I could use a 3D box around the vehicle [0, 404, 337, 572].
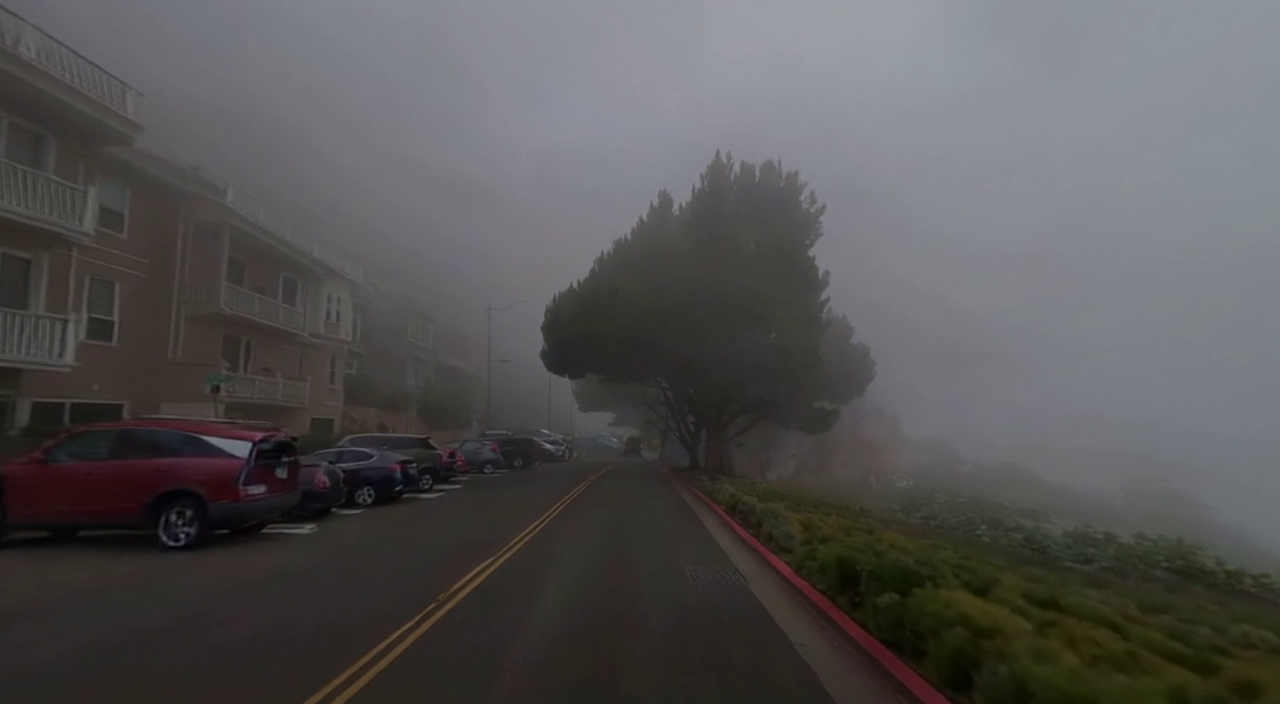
[{"bbox_3d":[-7.363,1.801,8.901,4.981,1.975,2.296,0,-8,3],"label":"vehicle"}]
